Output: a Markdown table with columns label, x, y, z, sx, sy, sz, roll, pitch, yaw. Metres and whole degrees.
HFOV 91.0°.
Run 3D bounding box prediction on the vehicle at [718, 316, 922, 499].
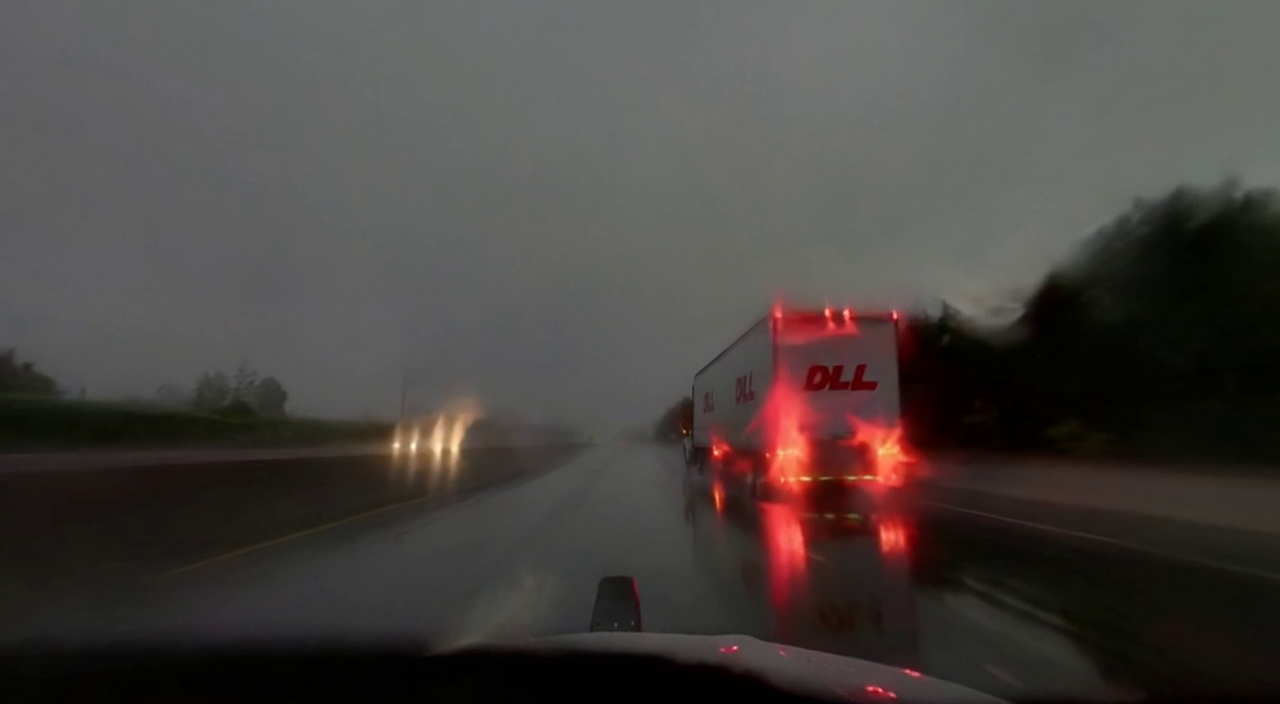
| label | x | y | z | sx | sy | sz | roll | pitch | yaw |
| --- | --- | --- | --- | --- | --- | --- | --- | --- | --- |
| vehicle | 4.329 | 1.729 | 17.583 | 2.880 | 3.918 | 8.254 | 0 | -8 | -2 |
